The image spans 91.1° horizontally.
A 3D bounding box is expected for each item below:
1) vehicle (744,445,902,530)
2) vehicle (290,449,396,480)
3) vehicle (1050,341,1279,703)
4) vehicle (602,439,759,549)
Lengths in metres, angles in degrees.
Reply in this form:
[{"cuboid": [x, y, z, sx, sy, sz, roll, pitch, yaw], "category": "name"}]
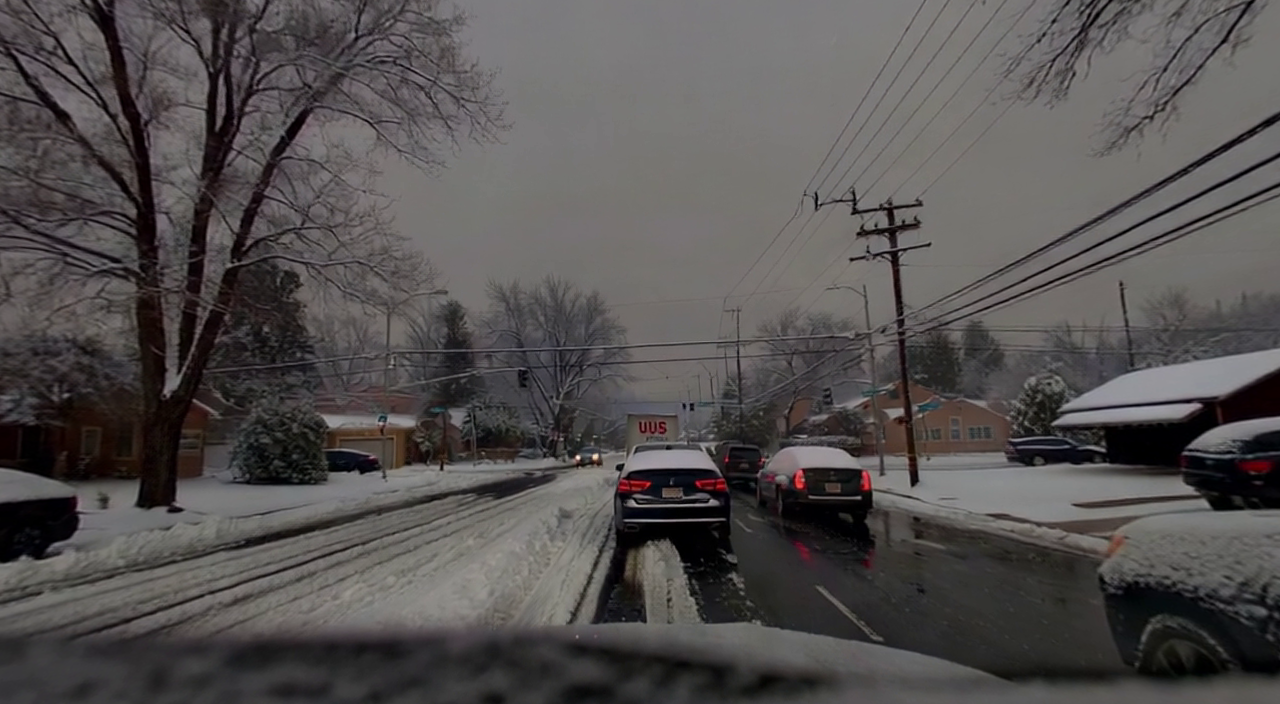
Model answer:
[{"cuboid": [3.575, 2.714, 13.265, 1.993, 1.479, 4.487, 0, -9, 0], "category": "vehicle"}, {"cuboid": [-17.513, 6.631, 37.186, 5.274, 1.793, 1.921, 0, -9, 2], "category": "vehicle"}, {"cuboid": [3.322, 0.643, 1.048, 2.069, 1.722, 4.888, 0, -9, 2], "category": "vehicle"}, {"cuboid": [0.557, 2.299, 10.913, 2.158, 1.499, 4.377, 0, -9, 0], "category": "vehicle"}]
